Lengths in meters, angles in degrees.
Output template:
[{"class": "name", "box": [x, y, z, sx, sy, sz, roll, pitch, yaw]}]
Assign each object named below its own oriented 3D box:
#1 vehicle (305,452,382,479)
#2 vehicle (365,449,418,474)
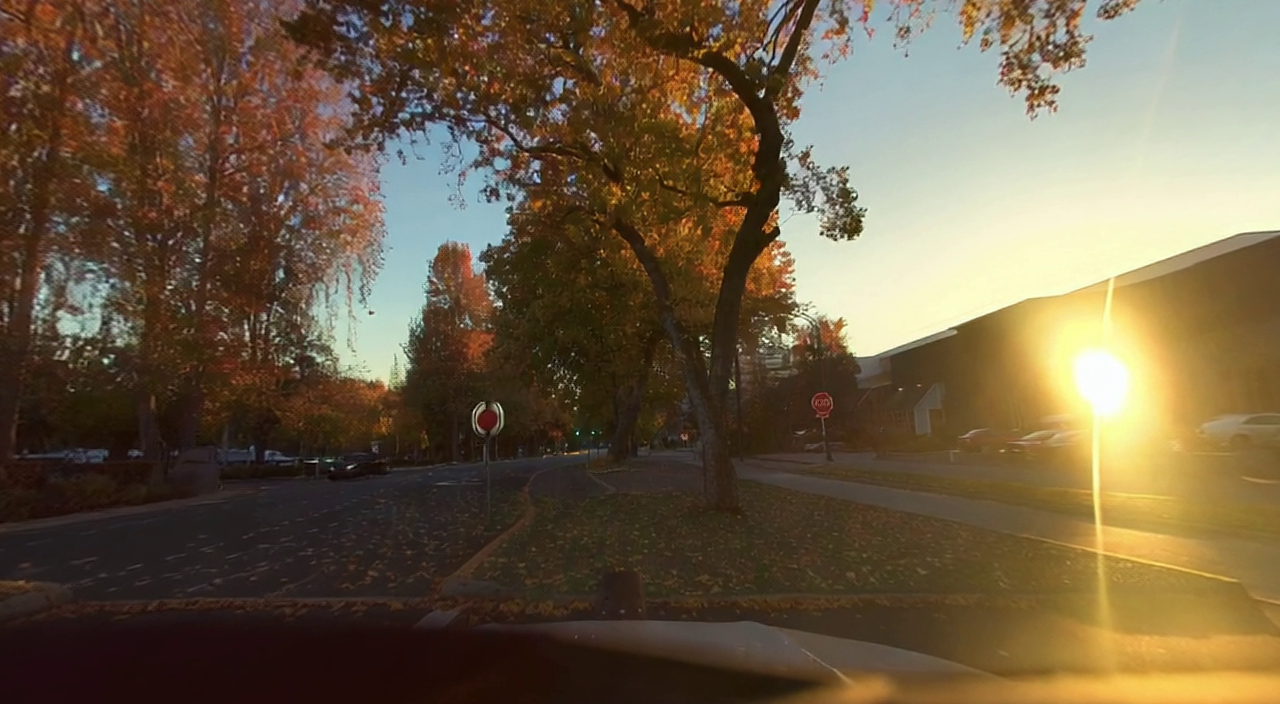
[{"class": "vehicle", "box": [-19.589, 7.460, 41.782, 1.907, 1.644, 4.410, -3, -9, 21]}, {"class": "vehicle", "box": [-18.017, 7.902, 45.780, 1.902, 1.720, 3.248, -3, -9, 18]}]
